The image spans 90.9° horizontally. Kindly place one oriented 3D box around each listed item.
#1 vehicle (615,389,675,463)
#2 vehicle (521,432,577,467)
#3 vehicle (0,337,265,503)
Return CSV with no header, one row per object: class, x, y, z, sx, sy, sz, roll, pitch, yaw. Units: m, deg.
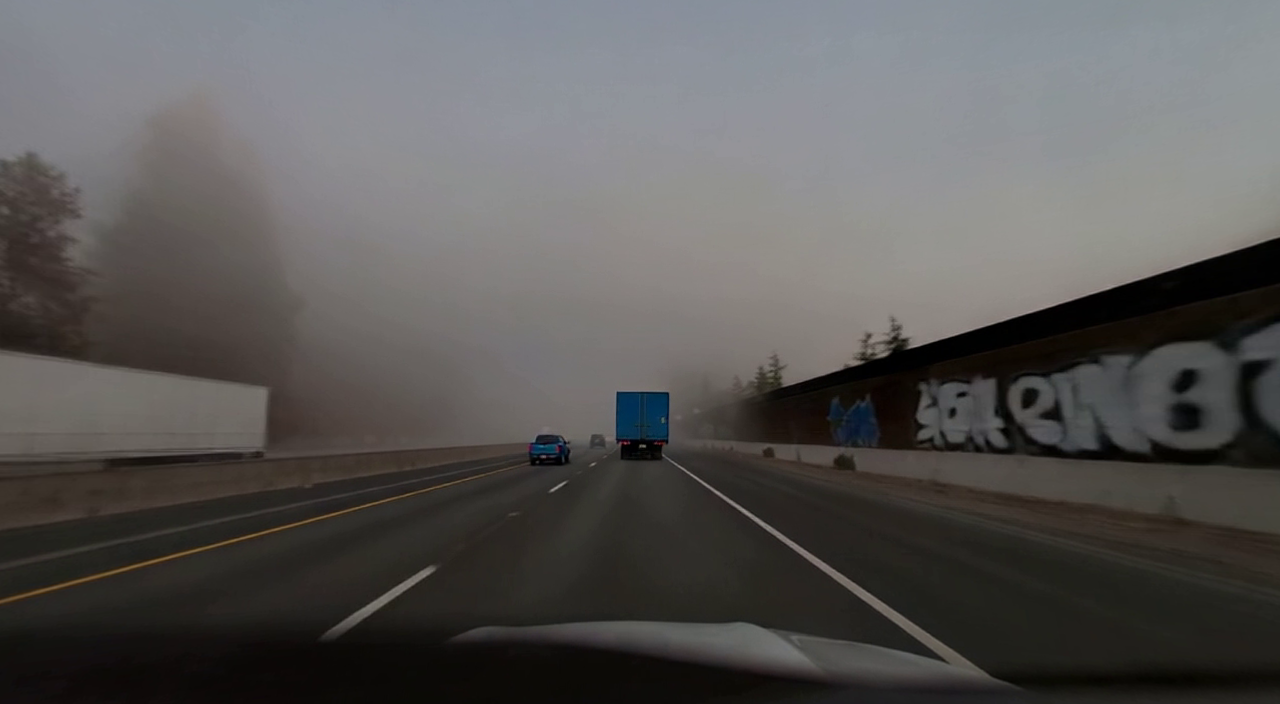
vehicle,0.145,4.260,35.679,2.927,3.649,9.443,0,-8,-1
vehicle,-4.182,4.543,29.663,1.948,1.526,4.525,0,-8,0
vehicle,-18.111,2.178,19.336,3.166,4.222,16.648,0,-8,-1
